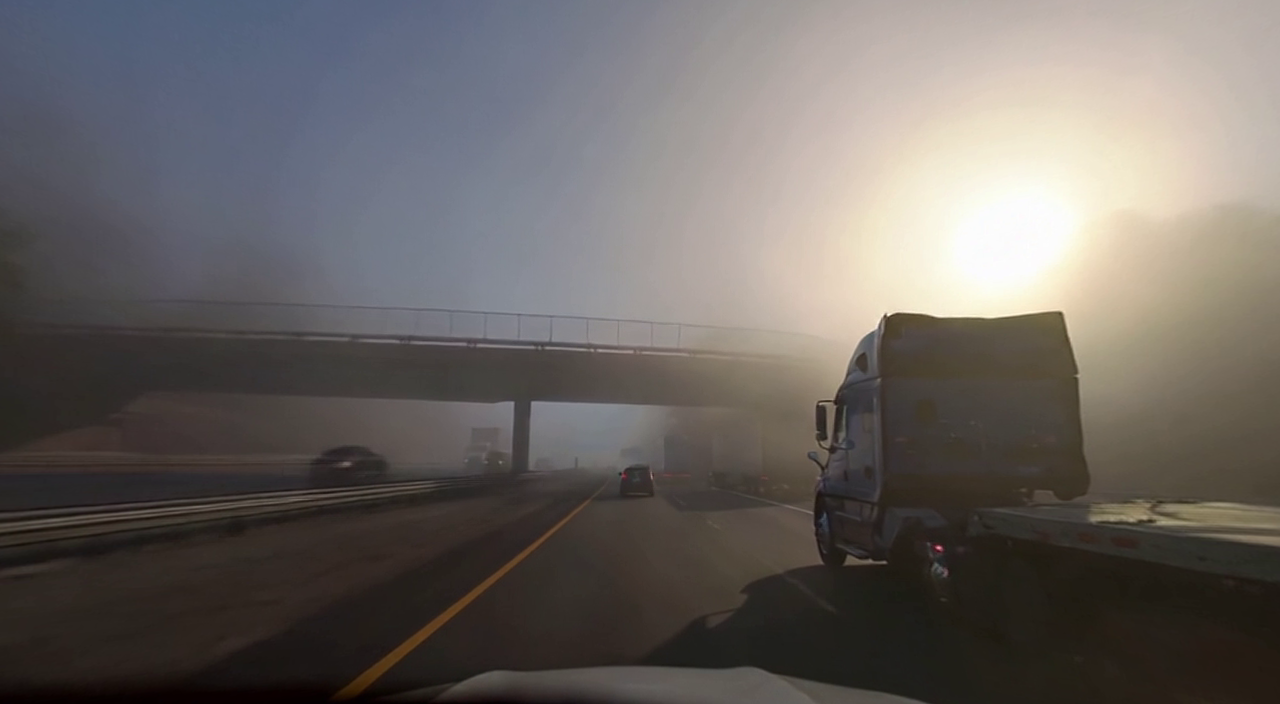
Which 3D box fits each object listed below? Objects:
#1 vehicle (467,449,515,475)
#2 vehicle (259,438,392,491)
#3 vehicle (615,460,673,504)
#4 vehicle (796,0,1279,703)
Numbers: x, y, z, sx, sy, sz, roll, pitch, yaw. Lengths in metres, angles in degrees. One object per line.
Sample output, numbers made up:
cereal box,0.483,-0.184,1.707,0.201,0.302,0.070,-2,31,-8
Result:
vehicle,-10.527,7.838,44.820,2.207,1.713,4.723,1,-11,0
vehicle,-9.865,3.626,20.220,2.057,1.495,4.294,1,-11,-1
vehicle,0.146,5.075,24.736,2.067,1.552,3.601,1,-11,0
vehicle,3.732,-0.305,1.805,2.831,4.150,14.519,1,-11,0
